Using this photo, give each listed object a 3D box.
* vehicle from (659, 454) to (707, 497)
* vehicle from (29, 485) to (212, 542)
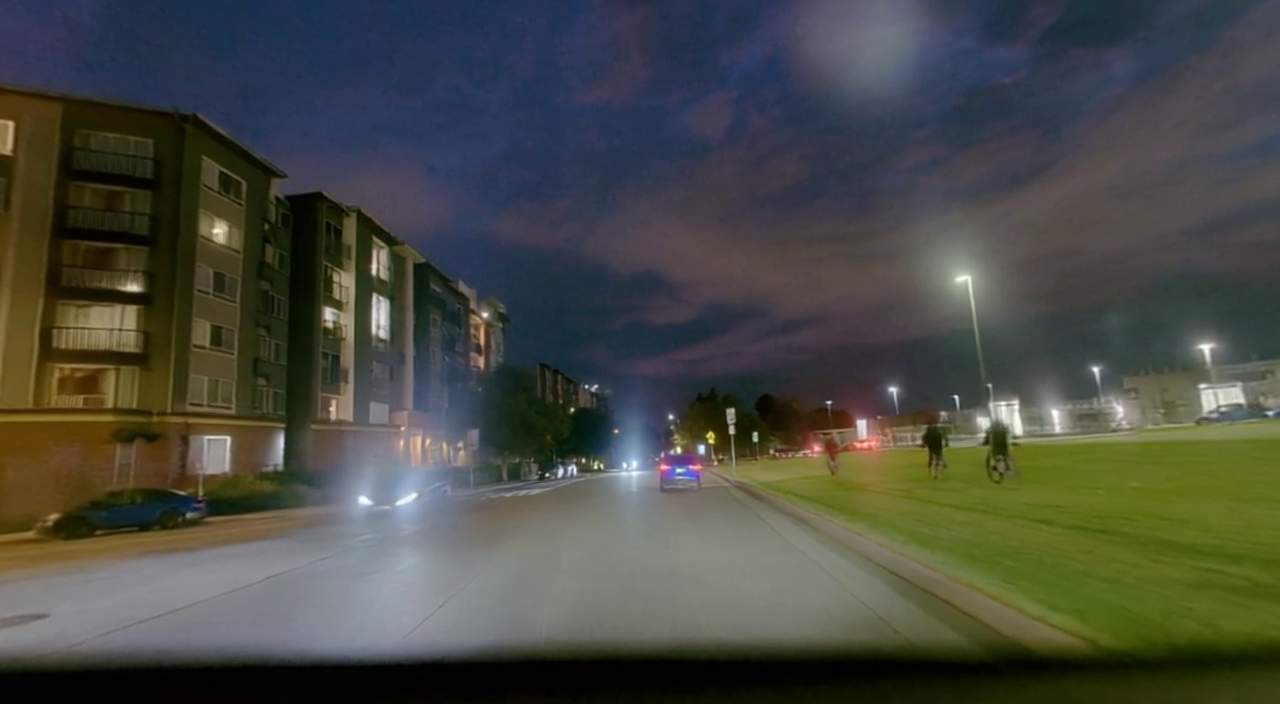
[{"bbox_3d":[1.515,4.386,22.597,1.559,1.351,2.452,-3,-9,3],"label":"vehicle"},{"bbox_3d":[-17.784,5.445,21.724,4.607,1.409,2.116,7,-12,-43],"label":"vehicle"}]
